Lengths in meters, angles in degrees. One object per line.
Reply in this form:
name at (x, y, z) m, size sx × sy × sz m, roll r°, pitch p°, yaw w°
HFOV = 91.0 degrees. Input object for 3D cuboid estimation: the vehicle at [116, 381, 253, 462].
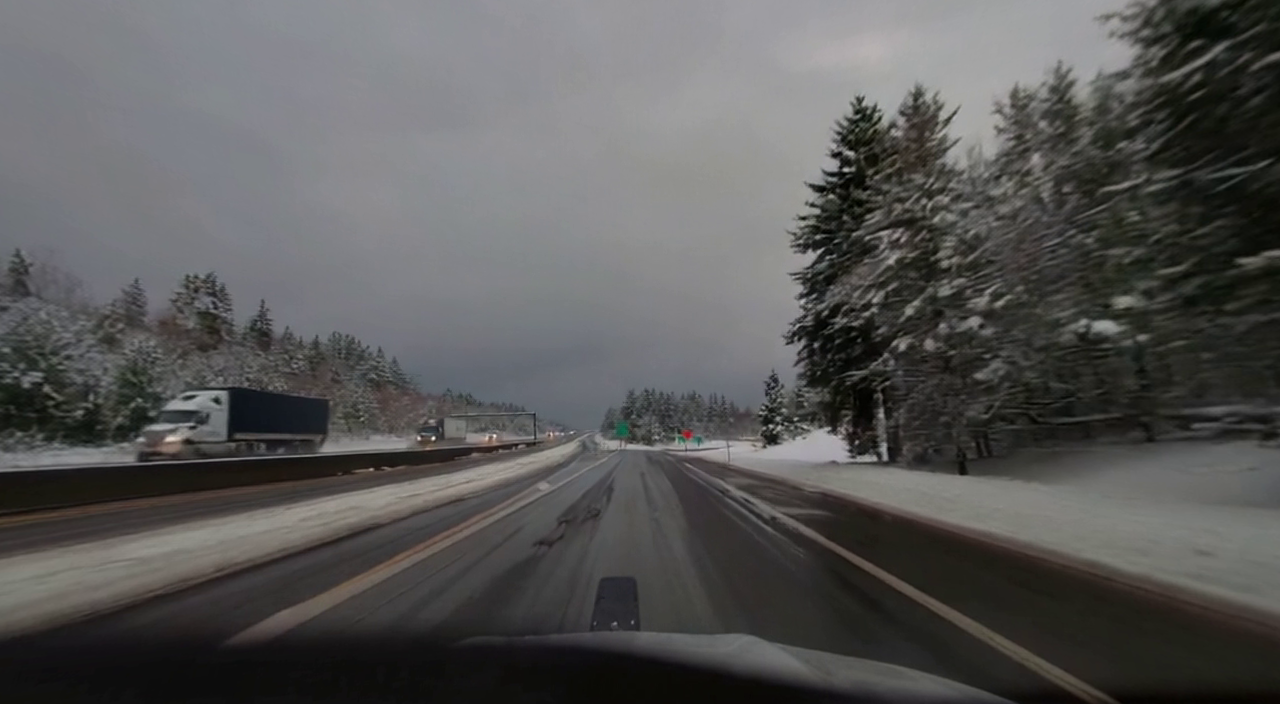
vehicle at (-23.920, 3.752, 33.510) m, size 2.978 × 3.888 × 5.814 m, roll 0°, pitch -8°, yaw -3°
